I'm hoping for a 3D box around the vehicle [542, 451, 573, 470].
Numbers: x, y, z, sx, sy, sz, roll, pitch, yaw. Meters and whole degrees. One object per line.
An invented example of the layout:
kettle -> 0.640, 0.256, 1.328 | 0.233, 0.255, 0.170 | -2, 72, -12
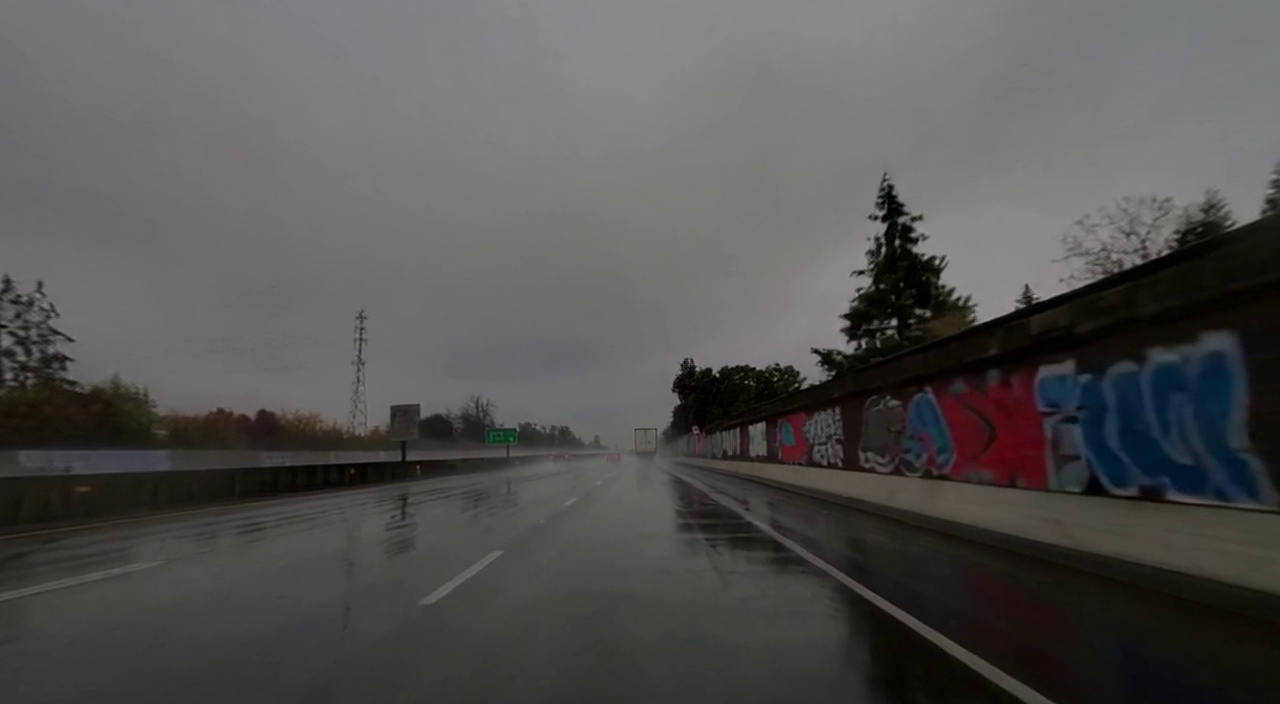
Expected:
vehicle -> -6.490, 8.544, 49.879 | 2.027, 1.431, 3.033 | 0, -9, 1
